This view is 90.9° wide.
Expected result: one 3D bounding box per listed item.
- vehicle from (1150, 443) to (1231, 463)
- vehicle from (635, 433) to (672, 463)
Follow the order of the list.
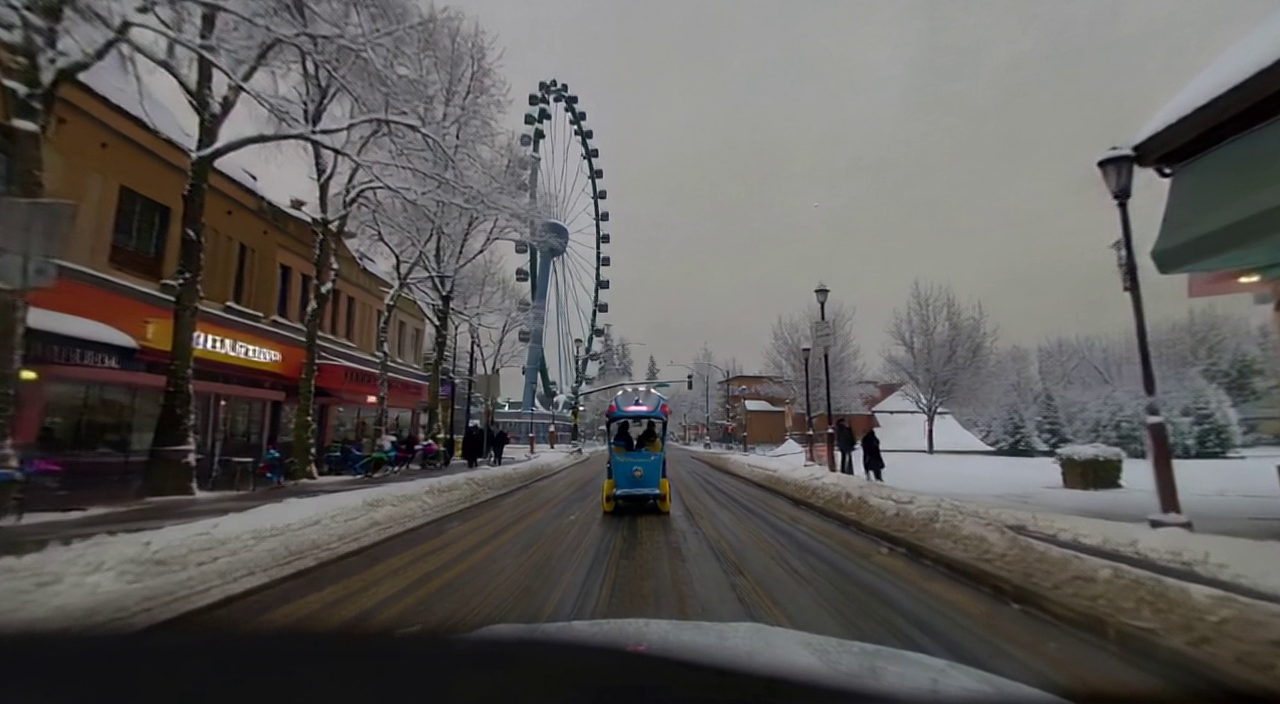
[{"bbox_3d":[41.711,7.653,47.844,4.120,1.445,1.893,-2,-8,10],"label":"vehicle"},{"bbox_3d":[0.838,6.087,39.928,2.221,1.773,4.228,-1,-8,1],"label":"vehicle"}]
